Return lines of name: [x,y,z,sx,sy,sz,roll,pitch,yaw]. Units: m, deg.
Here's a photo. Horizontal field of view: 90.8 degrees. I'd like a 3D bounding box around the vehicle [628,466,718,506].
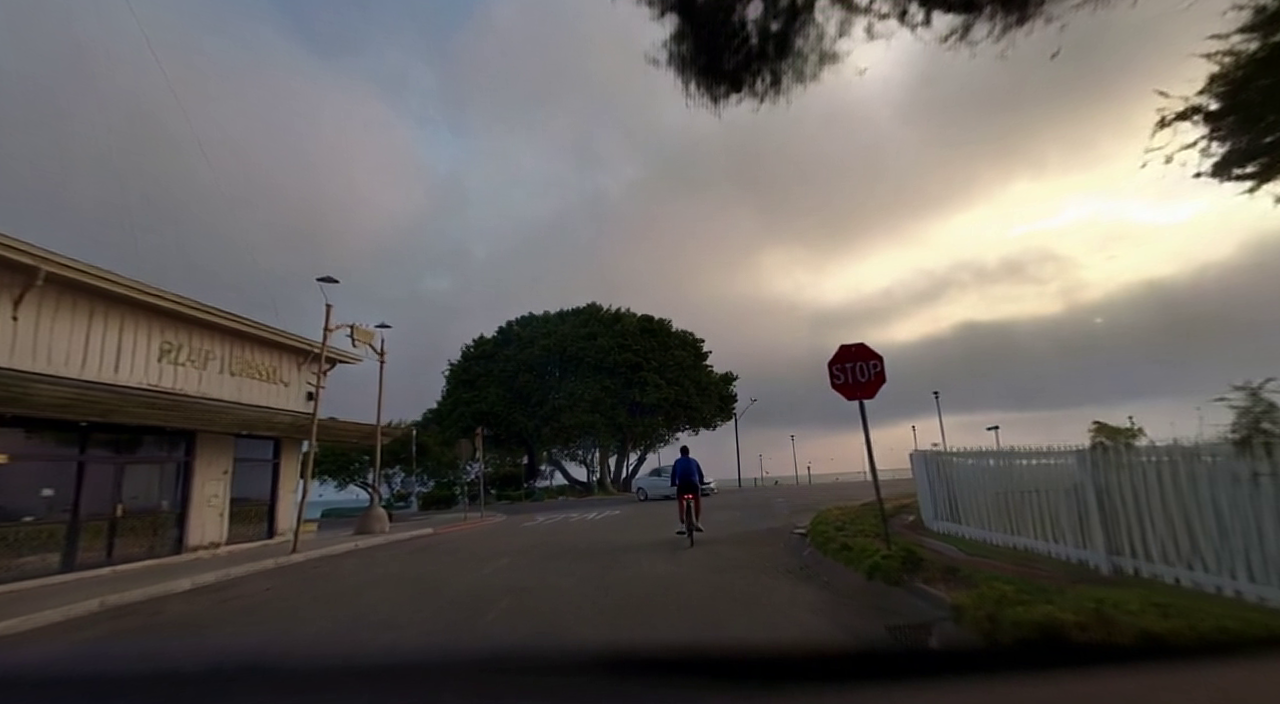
vehicle: [1.317,5.942,28.456,2.112,1.479,5.323,3,-9,-20]
